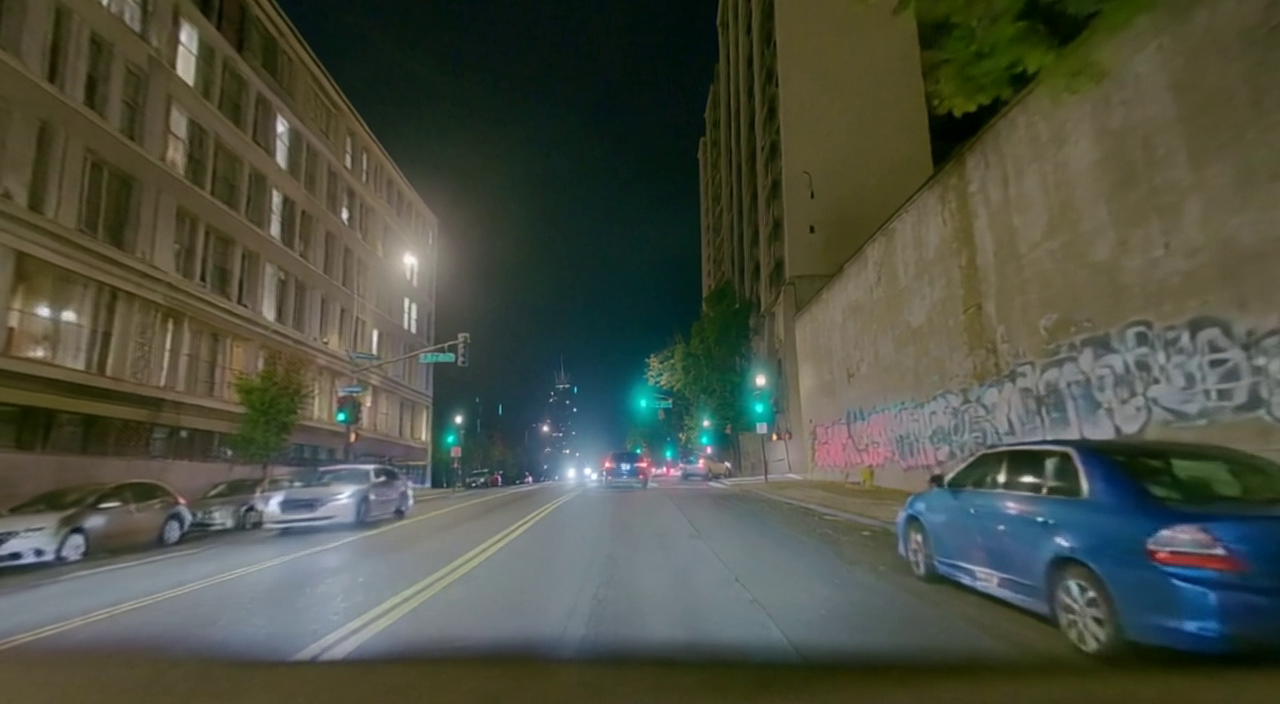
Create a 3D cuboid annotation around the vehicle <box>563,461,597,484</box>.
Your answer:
[{"bbox_3d":[-4.346,8.800,46.337,2.095,1.447,4.202,0,-8,0],"label":"vehicle"}]

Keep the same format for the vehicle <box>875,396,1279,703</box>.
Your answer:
[{"bbox_3d":[4.063,1.451,5.702,2.025,1.758,4.463,0,-8,-2],"label":"vehicle"}]

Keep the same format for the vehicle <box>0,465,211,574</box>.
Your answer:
[{"bbox_3d":[-11.030,3.249,12.803,1.822,1.639,4.144,-4,-8,0],"label":"vehicle"}]

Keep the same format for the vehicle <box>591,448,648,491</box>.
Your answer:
[{"bbox_3d":[-0.823,4.843,26.403,2.166,1.579,4.300,0,-8,-1],"label":"vehicle"}]

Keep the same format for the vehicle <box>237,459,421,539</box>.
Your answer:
[{"bbox_3d":[-6.677,3.165,14.205,2.040,1.402,4.237,0,-8,-1],"label":"vehicle"}]

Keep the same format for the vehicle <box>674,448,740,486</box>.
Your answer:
[{"bbox_3d":[3.464,5.735,31.928,2.207,1.761,4.292,-4,-9,22],"label":"vehicle"}]
